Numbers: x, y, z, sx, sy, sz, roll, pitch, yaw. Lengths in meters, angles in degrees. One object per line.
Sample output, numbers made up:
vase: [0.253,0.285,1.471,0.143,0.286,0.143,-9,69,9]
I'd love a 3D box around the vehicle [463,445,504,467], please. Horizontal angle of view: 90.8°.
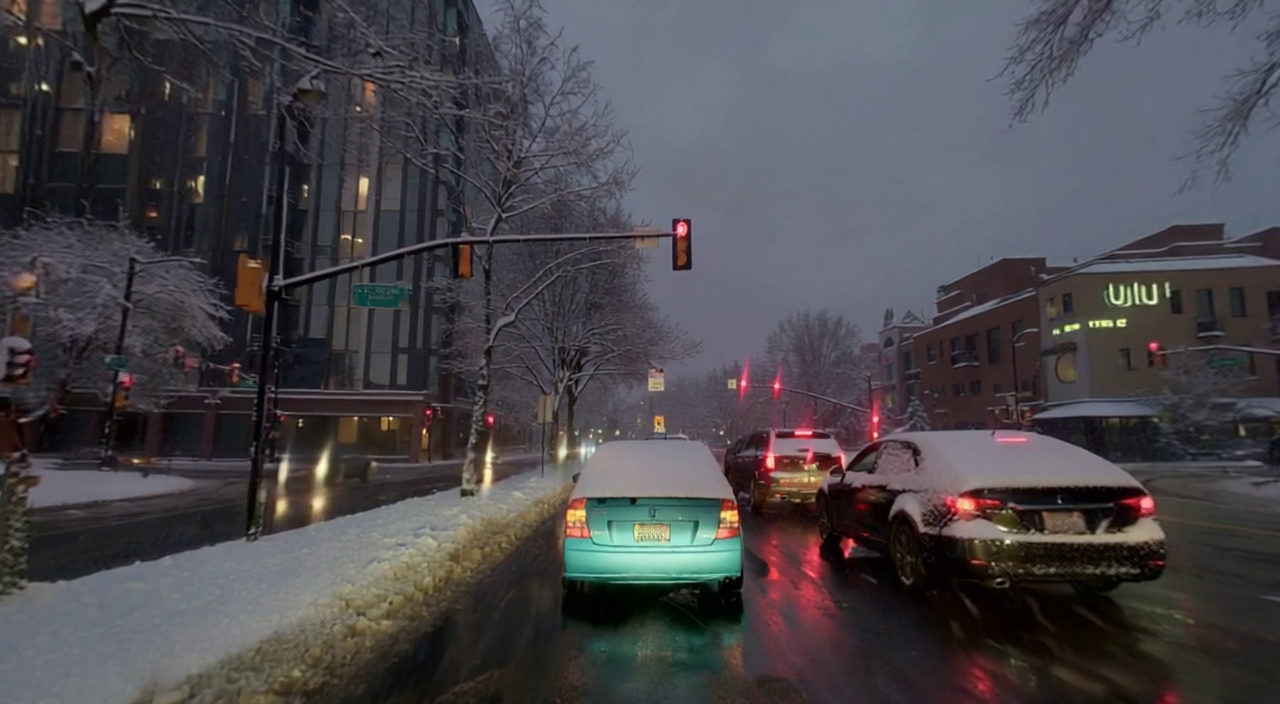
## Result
vehicle: [-12.078,8.029,48.912,2.009,1.642,4.482,0,-9,0]

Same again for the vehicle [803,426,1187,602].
vehicle: [3.635,1.735,7.741,2.018,1.491,4.544,0,-9,-1]

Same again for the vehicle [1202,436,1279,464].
vehicle: [35.211,5.631,36.138,4.190,1.535,1.998,0,-9,-1]

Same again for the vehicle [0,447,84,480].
vehicle: [-35.513,6.481,36.807,4.147,1.873,1.961,1,-9,-3]

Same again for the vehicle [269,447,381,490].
vehicle: [-11.841,4.395,24.142,1.922,1.466,4.422,0,-9,1]

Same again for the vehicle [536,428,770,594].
vehicle: [0.090,1.734,7.737,2.087,1.468,4.014,0,-9,-1]

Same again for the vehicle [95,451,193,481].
vehicle: [-26.667,6.106,34.043,3.657,1.528,1.783,1,-9,-3]
